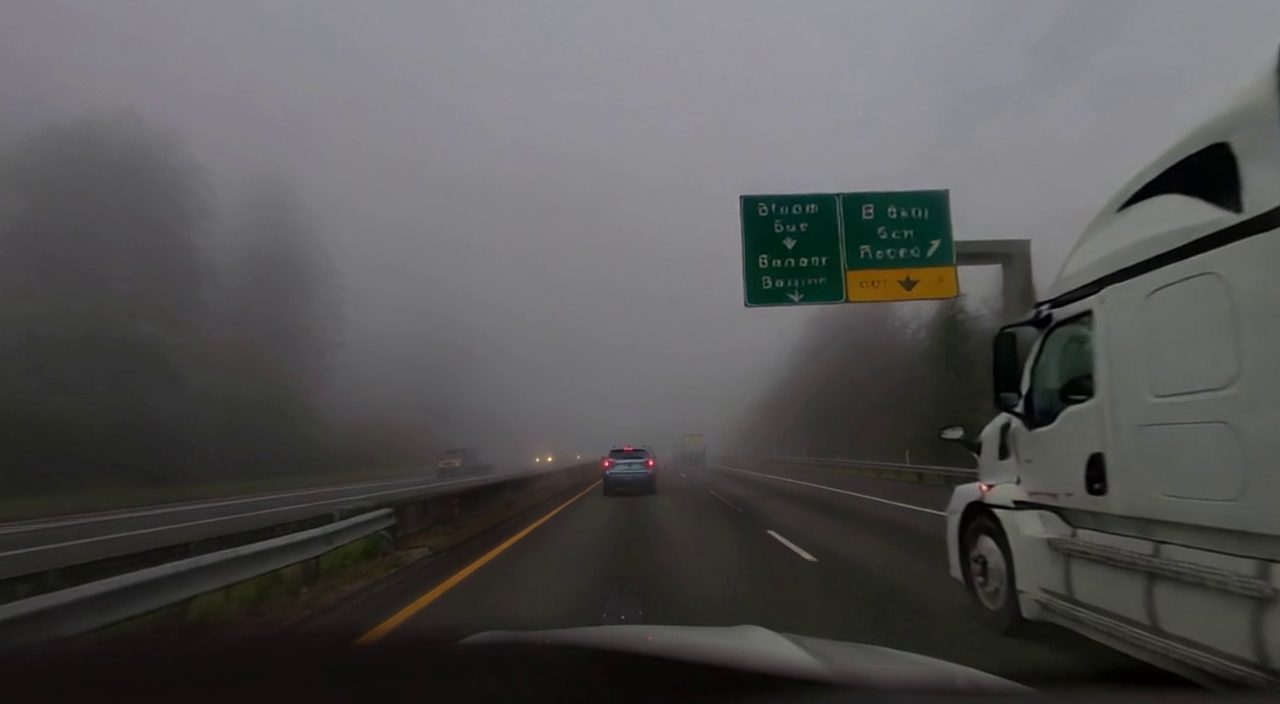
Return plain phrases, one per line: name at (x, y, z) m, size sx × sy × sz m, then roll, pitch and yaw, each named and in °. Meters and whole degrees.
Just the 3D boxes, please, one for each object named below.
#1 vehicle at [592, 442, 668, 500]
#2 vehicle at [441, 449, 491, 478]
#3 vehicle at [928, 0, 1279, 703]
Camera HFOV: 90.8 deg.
vehicle at (-0.285, 3.437, 18.525) m, size 2.003 × 1.490 × 3.636 m, roll 0°, pitch -9°, yaw 0°
vehicle at (-11.823, 7.556, 43.074) m, size 2.063 × 1.828 × 4.416 m, roll 0°, pitch -9°, yaw 1°
vehicle at (3.884, -0.249, 1.880) m, size 3.001 × 3.728 × 5.947 m, roll 0°, pitch -9°, yaw -1°
